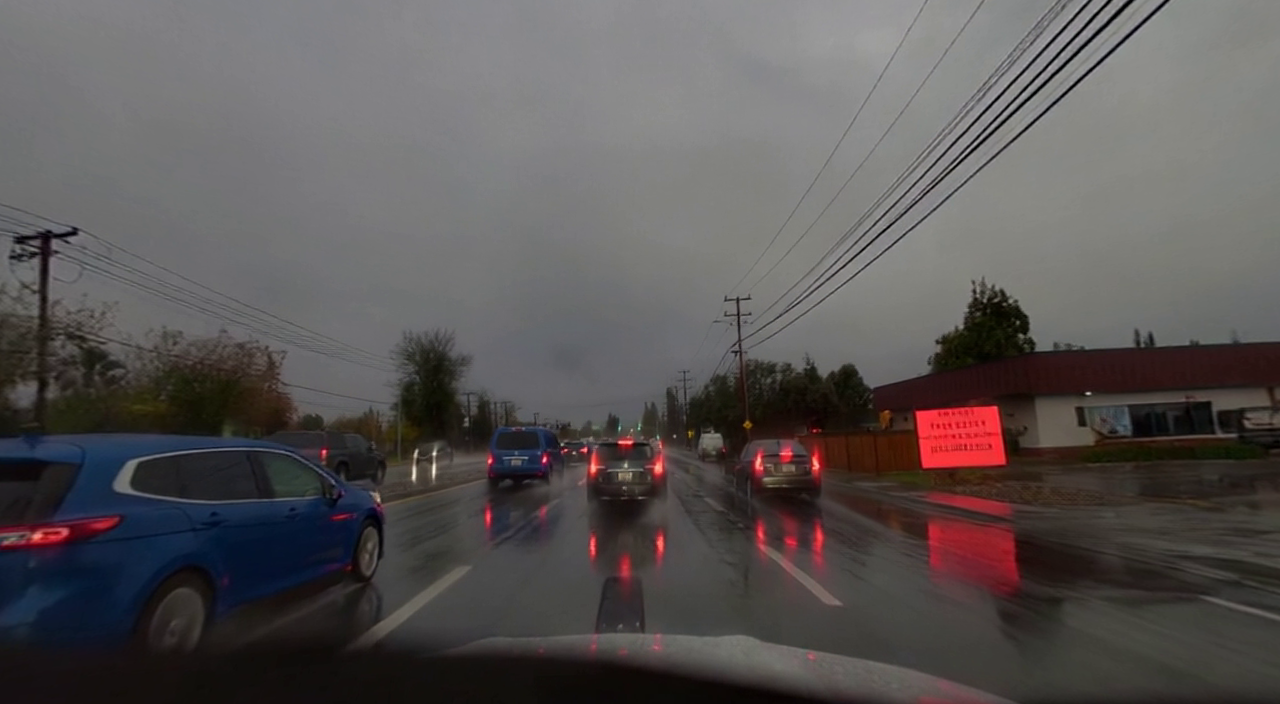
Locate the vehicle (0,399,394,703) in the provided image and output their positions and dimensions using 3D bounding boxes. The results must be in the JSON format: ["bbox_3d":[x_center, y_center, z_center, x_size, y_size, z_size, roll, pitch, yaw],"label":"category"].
[{"bbox_3d":[-3.288,1.089,3.541,2.004,1.454,4.349,0,-8,1],"label":"vehicle"}]

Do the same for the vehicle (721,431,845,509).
[{"bbox_3d":[3.074,2.604,14.395,1.880,1.521,3.724,0,-8,-1],"label":"vehicle"}]

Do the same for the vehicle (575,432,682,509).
[{"bbox_3d":[-0.238,2.615,14.380,2.097,1.511,3.809,0,-8,0],"label":"vehicle"}]

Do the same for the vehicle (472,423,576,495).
[{"bbox_3d":[-3.258,3.136,18.834,2.092,1.839,4.736,0,-8,1],"label":"vehicle"}]

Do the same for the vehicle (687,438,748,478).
[{"bbox_3d":[3.119,4.357,26.217,1.878,1.479,4.461,0,-8,-1],"label":"vehicle"}]
